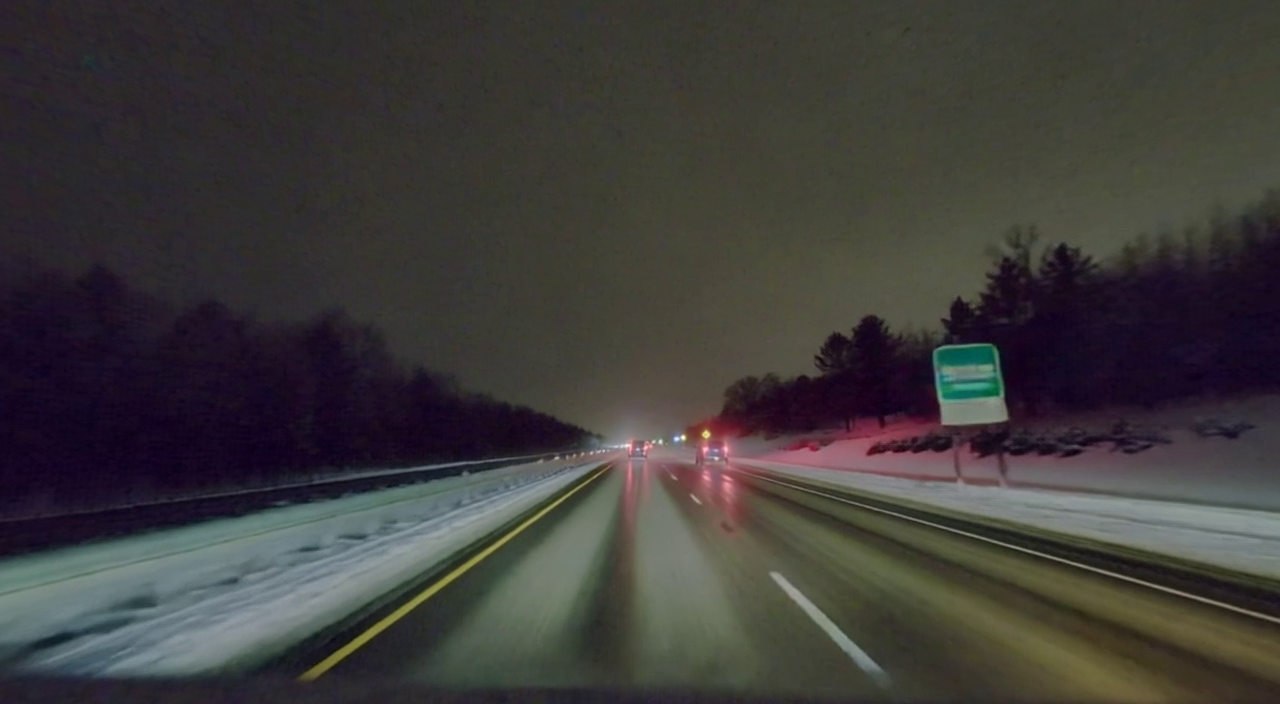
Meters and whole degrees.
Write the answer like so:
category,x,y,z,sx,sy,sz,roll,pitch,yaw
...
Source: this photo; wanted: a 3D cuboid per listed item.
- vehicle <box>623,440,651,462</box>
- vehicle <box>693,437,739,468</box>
category,x,y,z,sx,sy,sz,roll,pitch,yaw
vehicle,-0.206,7.346,46.766,2.009,1.554,4.013,0,-8,1
vehicle,4.108,5.499,34.621,2.037,1.609,4.036,0,-8,0
